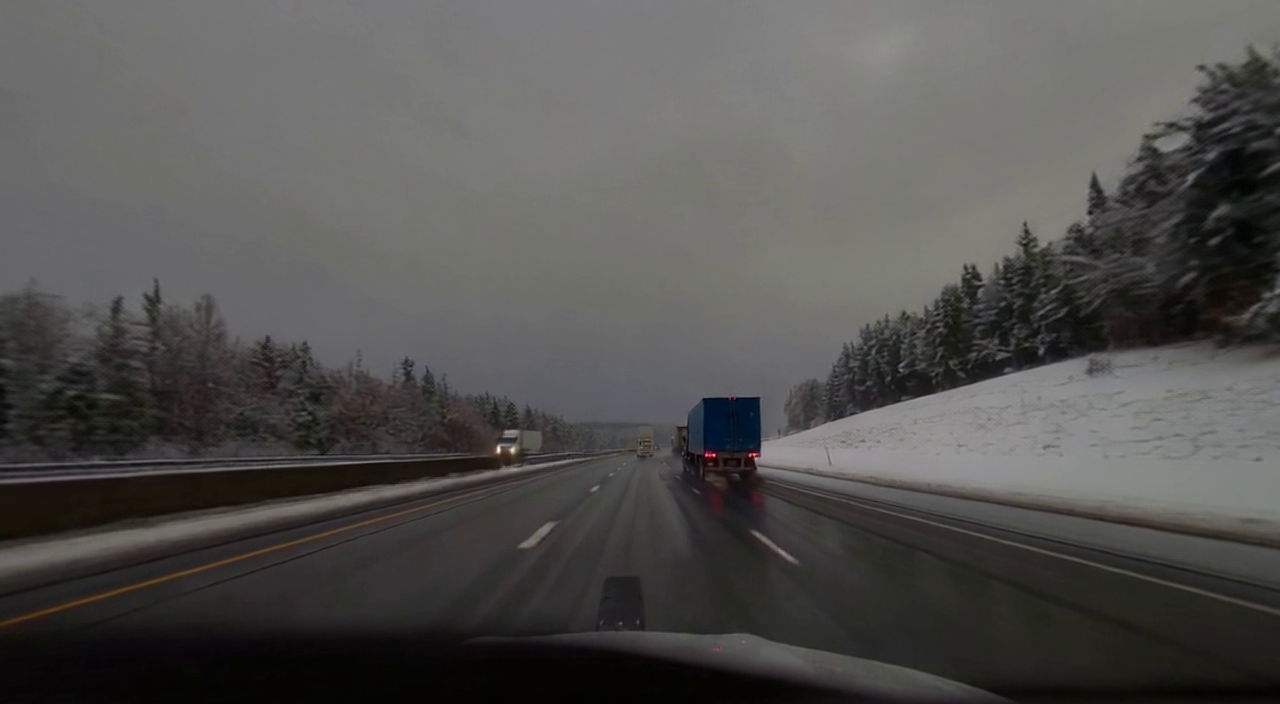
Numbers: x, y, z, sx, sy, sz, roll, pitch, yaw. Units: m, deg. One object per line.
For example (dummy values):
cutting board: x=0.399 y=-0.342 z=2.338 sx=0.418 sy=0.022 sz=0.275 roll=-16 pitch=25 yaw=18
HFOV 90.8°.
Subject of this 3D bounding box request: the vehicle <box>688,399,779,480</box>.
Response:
vehicle: x=4.269 y=4.344 z=31.043 sx=2.960 sy=3.381 sz=8.914 roll=0 pitch=-9 yaw=-1
